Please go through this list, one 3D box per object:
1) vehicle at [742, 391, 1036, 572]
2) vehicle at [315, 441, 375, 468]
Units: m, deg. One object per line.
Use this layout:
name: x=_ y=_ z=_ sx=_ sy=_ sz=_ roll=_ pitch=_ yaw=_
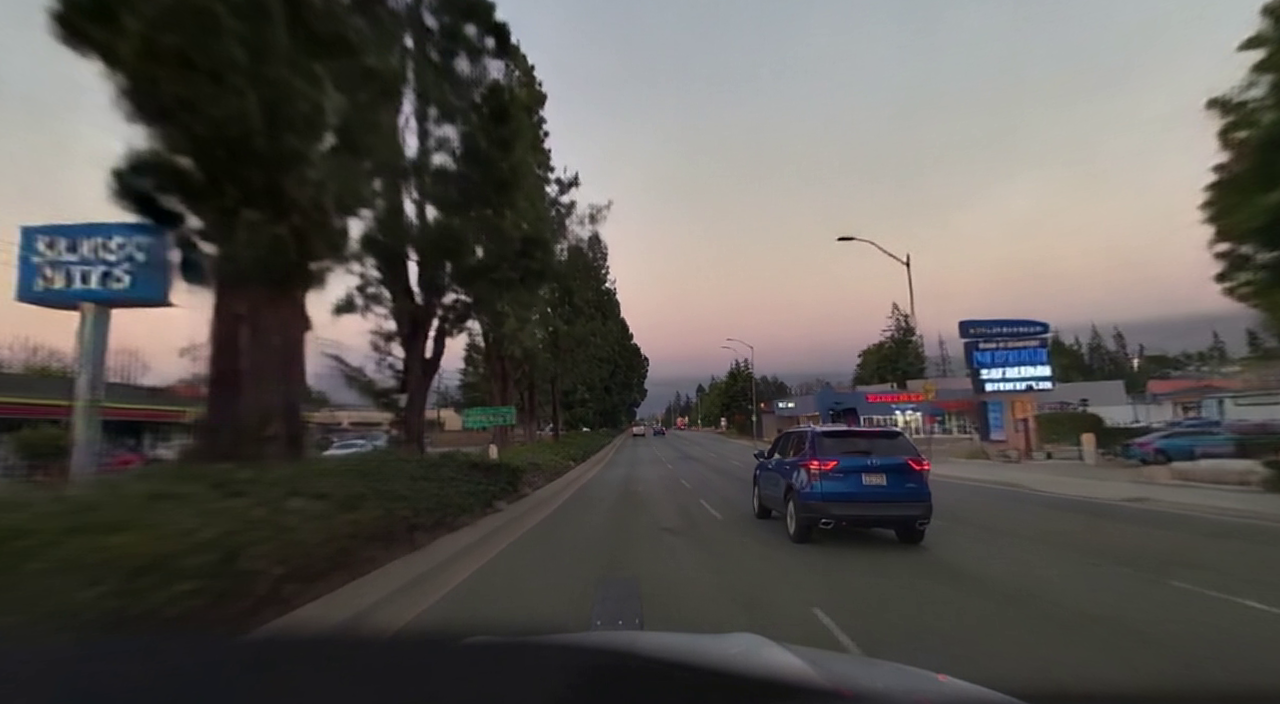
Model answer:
vehicle: x=2.873 y=1.639 z=8.712 sx=2.130 sy=1.790 sz=4.615 roll=0 pitch=-8 yaw=0
vehicle: x=-19.462 y=6.761 z=41.871 sx=1.988 sy=1.634 sz=4.301 roll=0 pitch=-8 yaw=-1
